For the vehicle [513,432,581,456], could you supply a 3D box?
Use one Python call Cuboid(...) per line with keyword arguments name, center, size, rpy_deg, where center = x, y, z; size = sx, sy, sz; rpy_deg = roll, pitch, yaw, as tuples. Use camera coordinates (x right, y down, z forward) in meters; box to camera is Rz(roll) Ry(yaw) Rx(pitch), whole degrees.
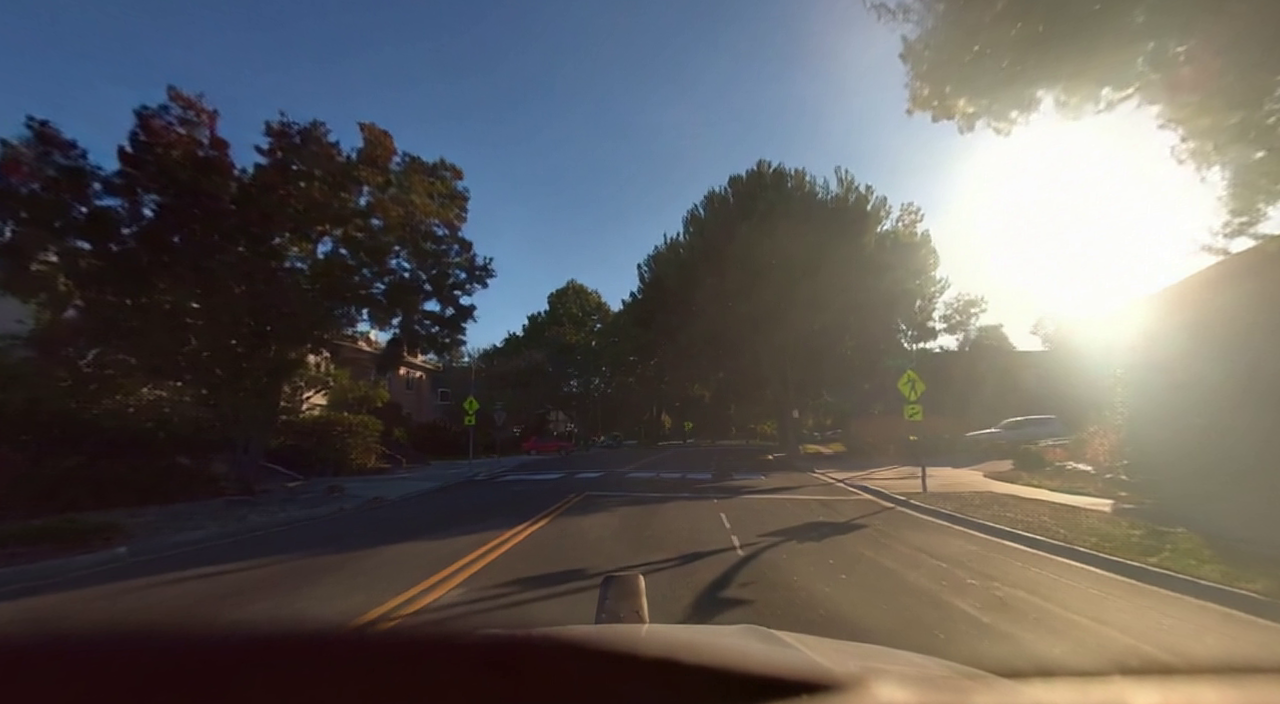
Cuboid(name="vehicle", center=(-6.608, 6.571, 44.977), size=(4.377, 1.596, 1.836), rpy_deg=(-3, -9, 17))
